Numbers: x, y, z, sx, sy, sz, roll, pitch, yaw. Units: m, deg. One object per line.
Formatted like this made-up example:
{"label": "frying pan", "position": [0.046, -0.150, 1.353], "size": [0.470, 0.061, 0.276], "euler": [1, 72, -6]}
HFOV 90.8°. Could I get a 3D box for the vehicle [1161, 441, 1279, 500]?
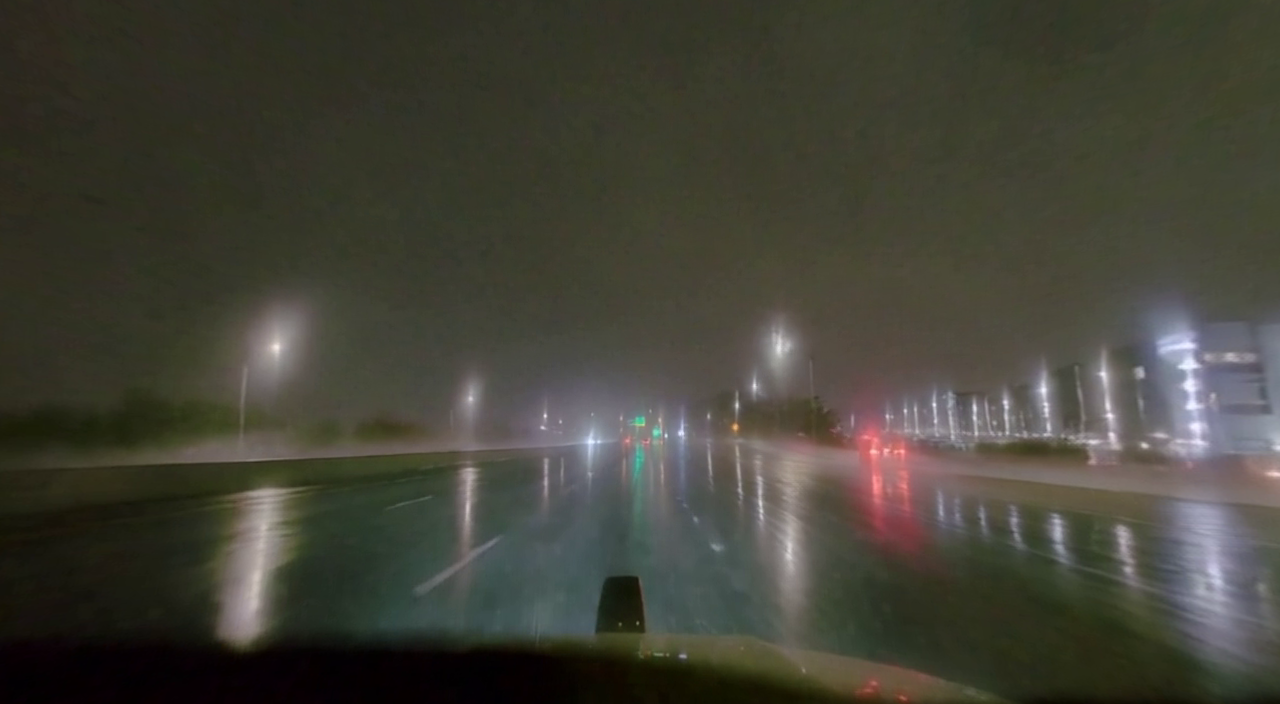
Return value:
{"label": "vehicle", "position": [22.565, 4.289, 23.348], "size": [2.013, 1.958, 5.318], "euler": [-1, -8, -1]}
